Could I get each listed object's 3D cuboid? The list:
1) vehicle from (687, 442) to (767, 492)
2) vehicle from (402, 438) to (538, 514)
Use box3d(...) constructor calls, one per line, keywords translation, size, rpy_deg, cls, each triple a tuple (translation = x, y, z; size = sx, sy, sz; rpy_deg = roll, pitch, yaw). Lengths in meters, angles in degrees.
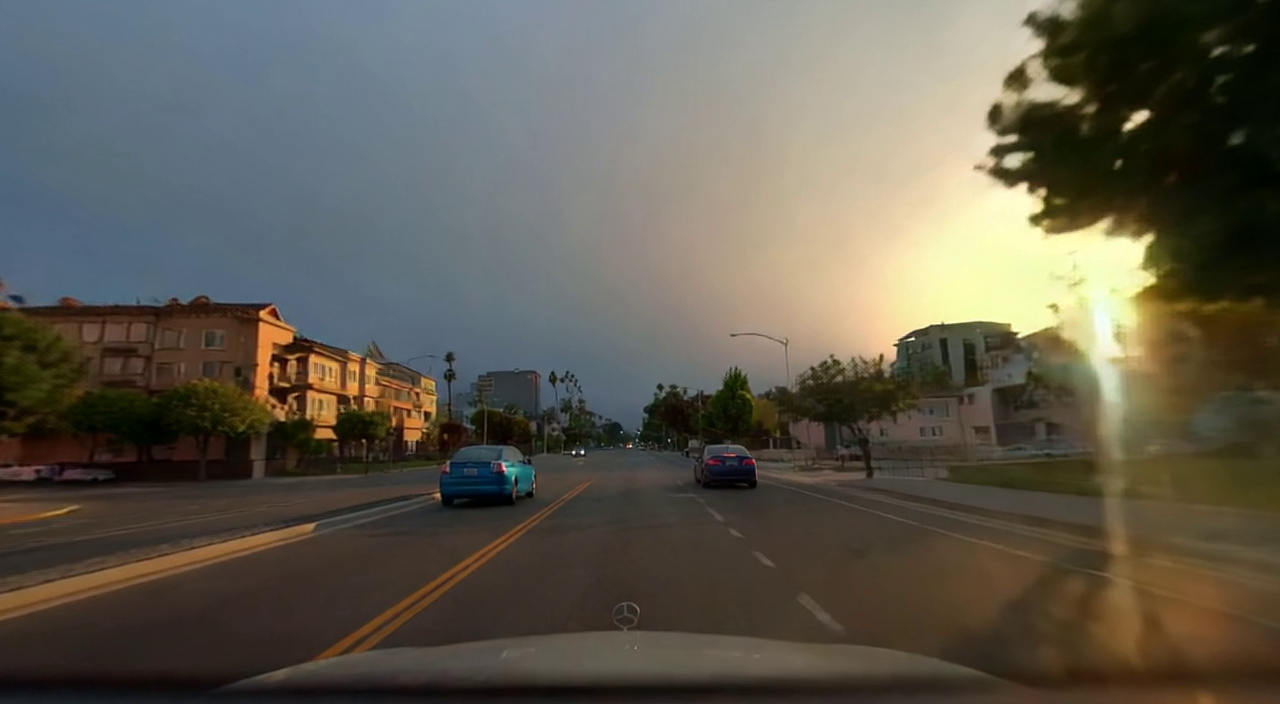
box3d(translation=(2.786, 3.803, 21.224), size=(1.978, 1.471, 4.426), rpy_deg=(0, -9, -1), cls="vehicle")
box3d(translation=(-3.805, 2.857, 15.007), size=(2.062, 1.527, 4.044), rpy_deg=(0, -9, 0), cls="vehicle")
